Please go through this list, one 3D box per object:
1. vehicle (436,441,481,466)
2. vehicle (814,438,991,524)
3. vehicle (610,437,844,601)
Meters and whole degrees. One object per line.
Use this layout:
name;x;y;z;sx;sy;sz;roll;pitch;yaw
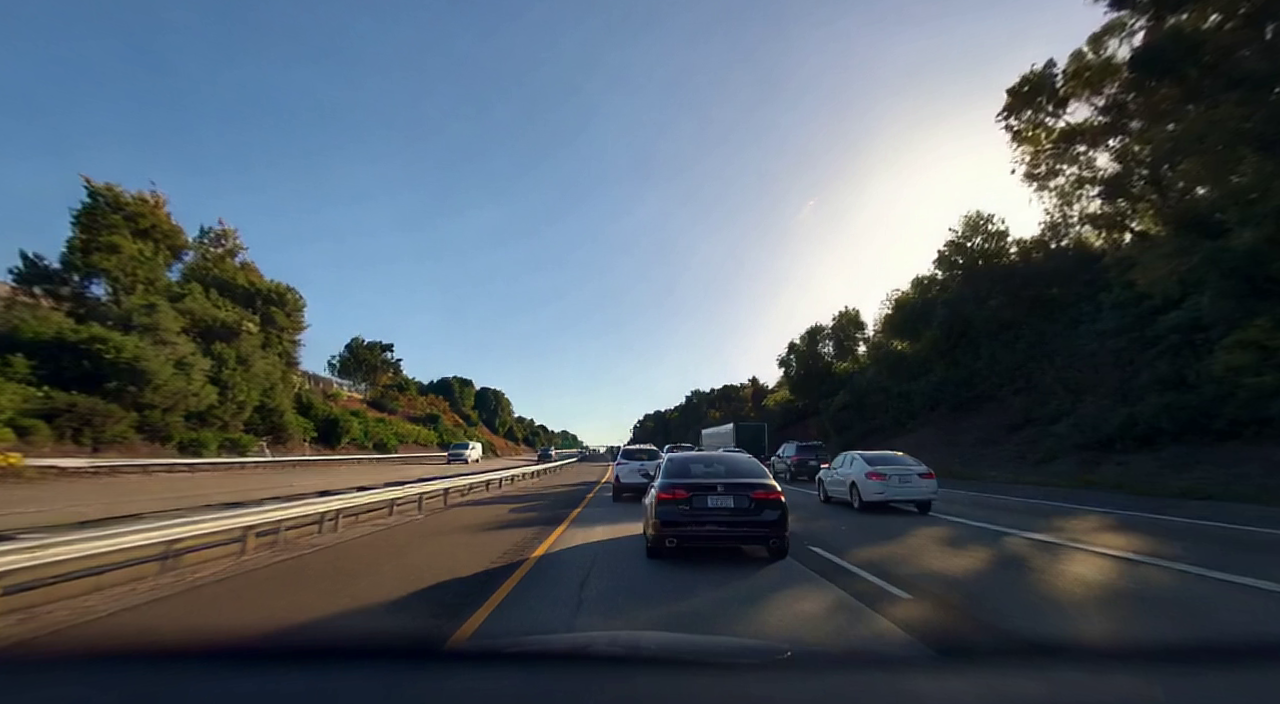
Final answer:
vehicle;-13.152;7.397;45.912;1.991;1.677;4.499;0;-9;-1
vehicle;5.307;2.645;13.438;1.908;1.500;4.157;0;-9;-1
vehicle;0.719;1.785;7.551;2.094;1.426;3.725;0;-9;-2
